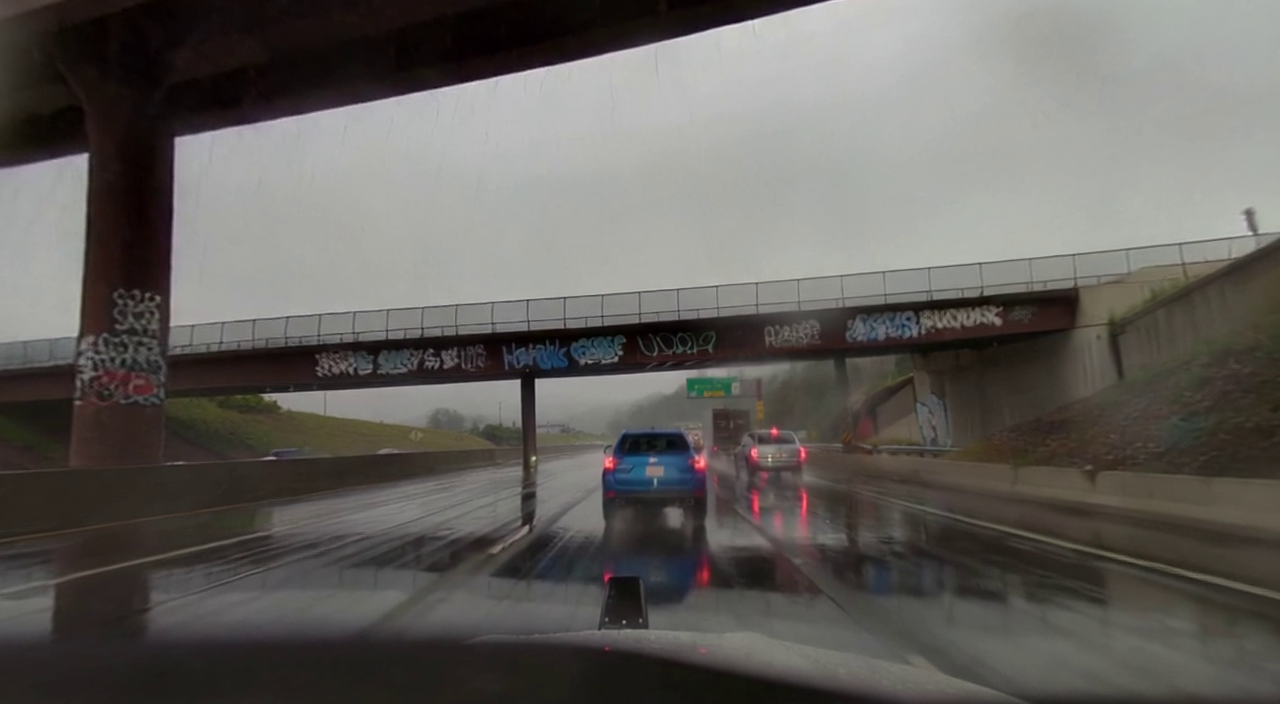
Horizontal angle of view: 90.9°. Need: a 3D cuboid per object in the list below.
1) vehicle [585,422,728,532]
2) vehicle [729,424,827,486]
[{"bbox_3d":[0.277,2.215,11.690,2.193,1.651,3.946,0,-8,1],"label":"vehicle"},{"bbox_3d":[4.766,3.690,22.889,2.311,1.922,5.977,0,-8,1],"label":"vehicle"}]
